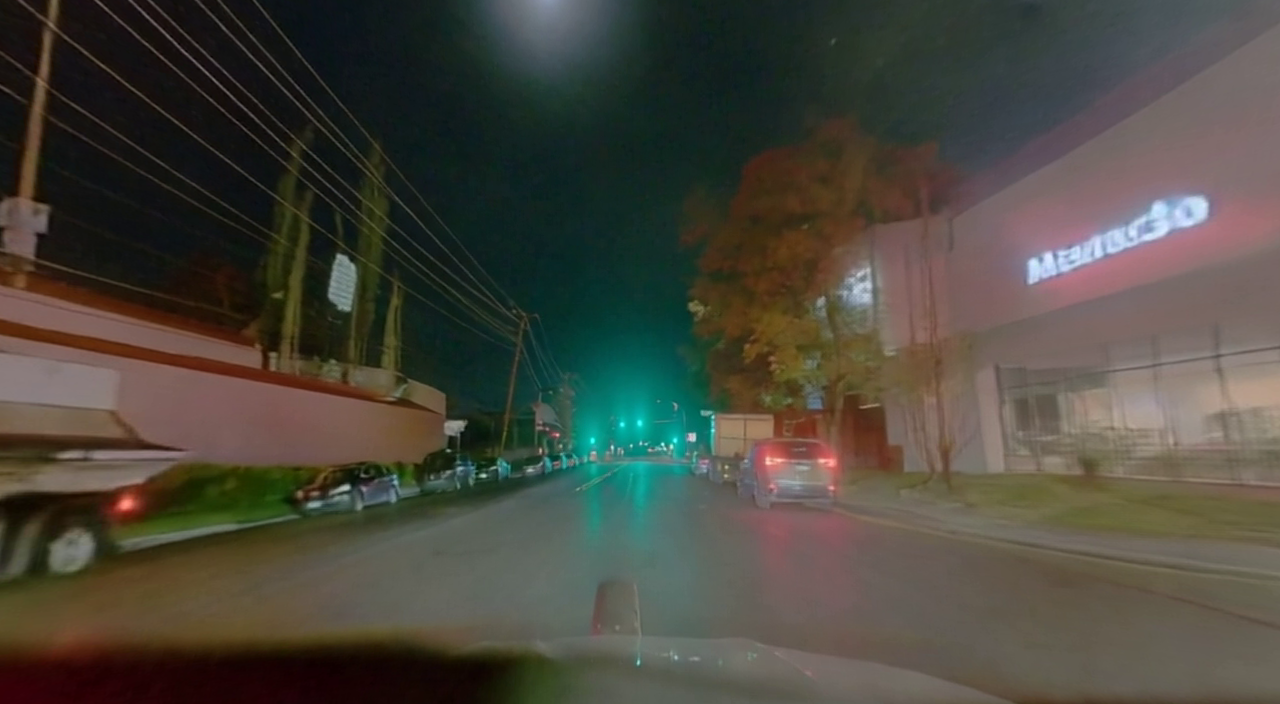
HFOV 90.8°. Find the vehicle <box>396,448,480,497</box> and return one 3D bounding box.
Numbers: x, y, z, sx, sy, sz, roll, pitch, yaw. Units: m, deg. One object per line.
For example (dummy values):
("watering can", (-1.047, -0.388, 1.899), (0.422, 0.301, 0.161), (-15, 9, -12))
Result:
("vehicle", (-7.768, 4.626, 24.679), (1.882, 1.639, 4.187), (-3, -9, 1))

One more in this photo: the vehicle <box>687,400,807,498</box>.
("vehicle", (3.954, 3.824, 25.833), (3.011, 3.127, 8.608), (-3, -7, -2))

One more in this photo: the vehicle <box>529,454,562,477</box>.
("vehicle", (-7.266, 8.745, 48.868), (1.787, 1.543, 4.052), (-4, -8, 1))

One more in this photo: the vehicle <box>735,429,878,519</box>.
("vehicle", (3.719, 2.838, 15.217), (2.097, 1.784, 4.915), (0, -9, 0))

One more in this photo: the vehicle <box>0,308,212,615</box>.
("vehicle", (-8.061, 1.041, 5.855), (2.745, 3.157, 7.388), (-1, -9, 2))

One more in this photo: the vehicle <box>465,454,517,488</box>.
("vehicle", (-7.639, 6.088, 32.599), (1.678, 1.468, 3.706), (-4, -9, 1))

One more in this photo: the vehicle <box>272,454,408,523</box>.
("vehicle", (-7.905, 3.581, 17.113), (1.704, 1.464, 4.089), (-3, -8, 0))
